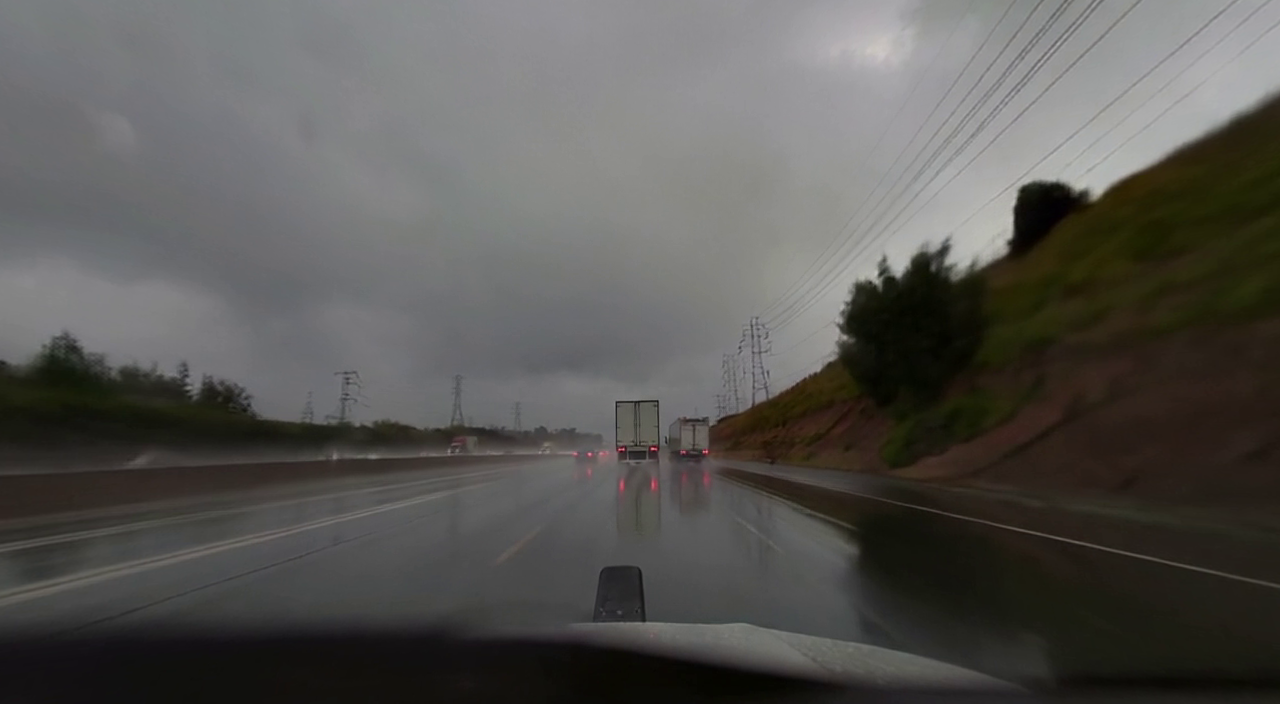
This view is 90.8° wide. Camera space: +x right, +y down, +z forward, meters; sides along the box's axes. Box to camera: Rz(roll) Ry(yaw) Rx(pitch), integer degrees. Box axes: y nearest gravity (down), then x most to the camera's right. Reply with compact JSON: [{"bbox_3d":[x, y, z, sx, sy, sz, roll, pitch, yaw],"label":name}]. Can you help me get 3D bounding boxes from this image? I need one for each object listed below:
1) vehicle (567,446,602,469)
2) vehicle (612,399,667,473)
[{"bbox_3d":[-3.868,7.433,44.572,2.128,1.533,4.694,0,-9,-1],"label":"vehicle"},{"bbox_3d":[-0.024,5.443,40.084,2.985,4.025,10.982,0,-9,0],"label":"vehicle"}]
